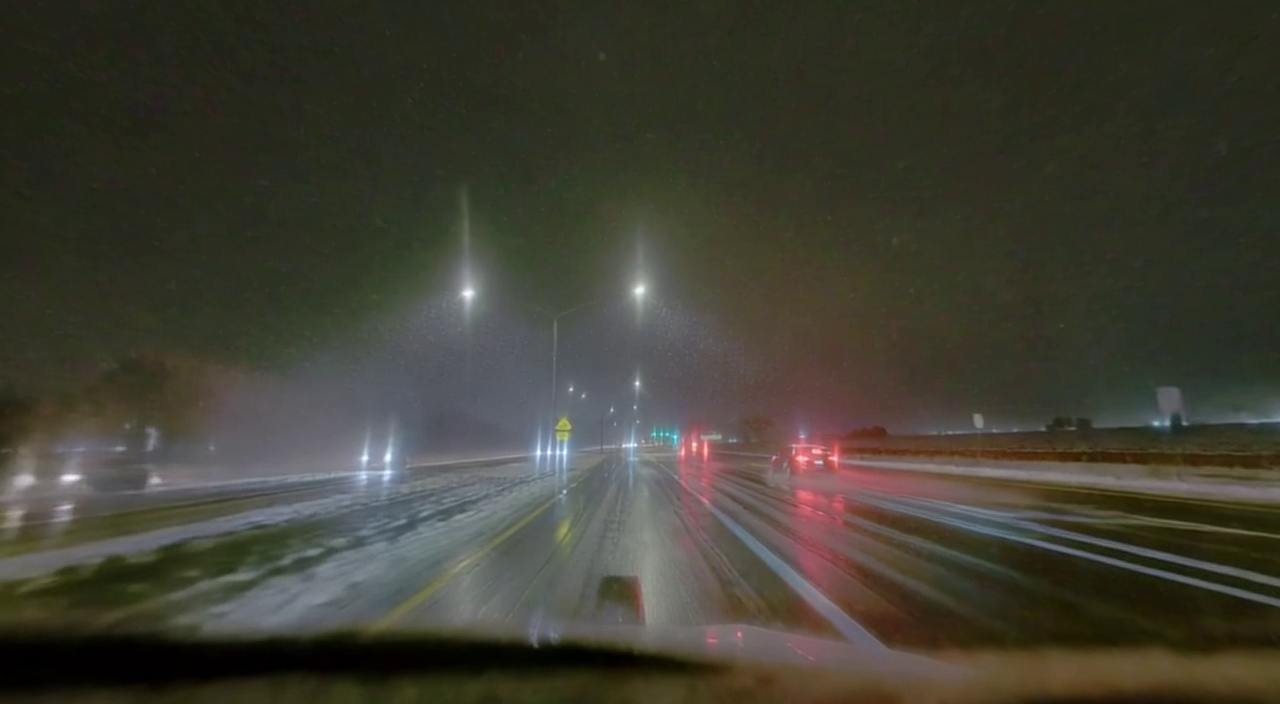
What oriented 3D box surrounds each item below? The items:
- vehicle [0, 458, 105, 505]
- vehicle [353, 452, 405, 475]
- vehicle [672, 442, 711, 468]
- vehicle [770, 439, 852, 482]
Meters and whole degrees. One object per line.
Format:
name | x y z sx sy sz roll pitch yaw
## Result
vehicle | -22.050 4.595 22.766 2.022 1.416 3.938 0 -8 0
vehicle | -14.645 6.233 35.576 1.417 1.156 3.608 0 -8 0
vehicle | 3.231 6.531 40.322 2.056 1.553 4.320 0 -9 -1
vehicle | 6.623 4.246 24.932 2.038 1.528 3.910 0 -9 -2
